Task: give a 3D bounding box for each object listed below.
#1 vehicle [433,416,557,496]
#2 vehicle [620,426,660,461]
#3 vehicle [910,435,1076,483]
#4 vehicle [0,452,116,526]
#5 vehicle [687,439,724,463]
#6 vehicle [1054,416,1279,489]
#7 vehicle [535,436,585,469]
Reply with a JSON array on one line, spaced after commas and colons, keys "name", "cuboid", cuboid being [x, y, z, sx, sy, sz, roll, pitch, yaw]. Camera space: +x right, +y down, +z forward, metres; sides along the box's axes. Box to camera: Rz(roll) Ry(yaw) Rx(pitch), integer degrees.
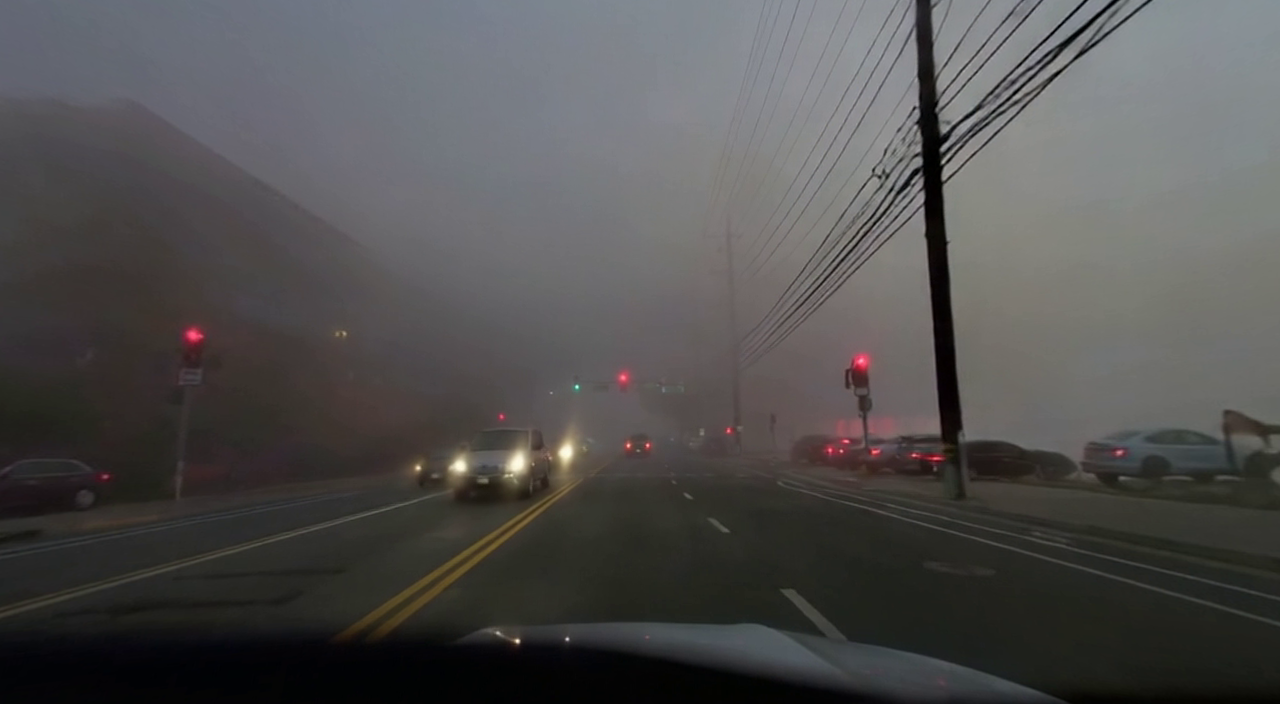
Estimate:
[{"name": "vehicle", "cuboid": [-3.888, 2.941, 18.133, 2.277, 1.904, 5.583, 0, -8, 0]}, {"name": "vehicle", "cuboid": [0.003, 6.620, 45.651, 2.683, 2.295, 6.404, 0, -8, 1]}, {"name": "vehicle", "cuboid": [11.372, 3.467, 20.604, 4.238, 1.464, 1.862, -1, -9, 2]}, {"name": "vehicle", "cuboid": [-14.289, 2.944, 13.627, 1.960, 1.503, 4.505, -1, -8, 3]}, {"name": "vehicle", "cuboid": [4.245, 6.508, 41.612, 1.926, 1.482, 4.442, 0, -8, 0]}, {"name": "vehicle", "cuboid": [14.997, 2.806, 17.692, 5.307, 1.877, 2.052, 0, -8, -1]}, {"name": "vehicle", "cuboid": [-4.140, 5.285, 33.338, 2.033, 1.572, 4.939, 0, -8, -1]}]
